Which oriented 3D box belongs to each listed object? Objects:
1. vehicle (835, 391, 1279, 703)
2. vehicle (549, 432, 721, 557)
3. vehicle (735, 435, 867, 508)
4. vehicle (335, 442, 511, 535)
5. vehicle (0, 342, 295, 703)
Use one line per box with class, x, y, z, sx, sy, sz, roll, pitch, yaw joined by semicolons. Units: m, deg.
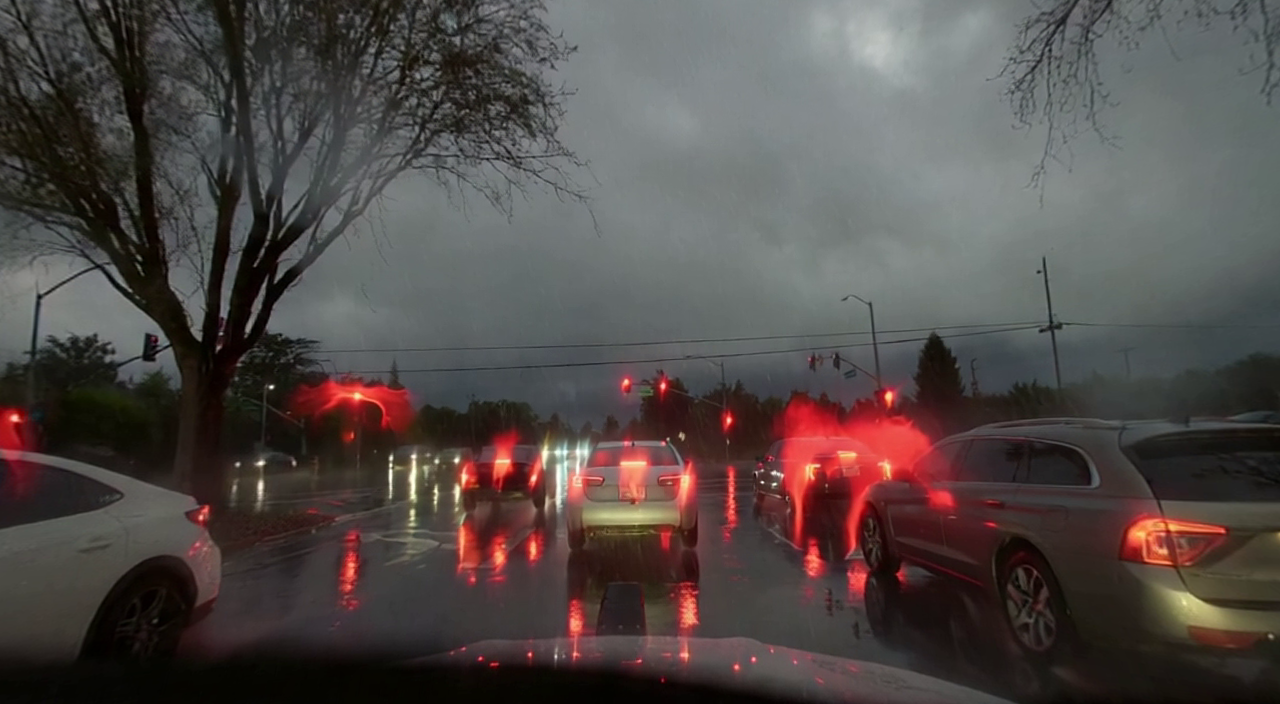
vehicle;3.392;1.310;5.427;1.933;1.564;4.600;0;-8;0
vehicle;-0.069;2.004;9.601;2.061;1.470;3.970;0;-8;0
vehicle;3.651;2.782;15.240;1.922;1.472;4.440;0;-8;-1
vehicle;-3.926;2.508;12.331;1.919;1.459;4.371;0;-8;-1
vehicle;-3.658;0.842;2.537;2.047;1.764;4.369;0;-8;0
